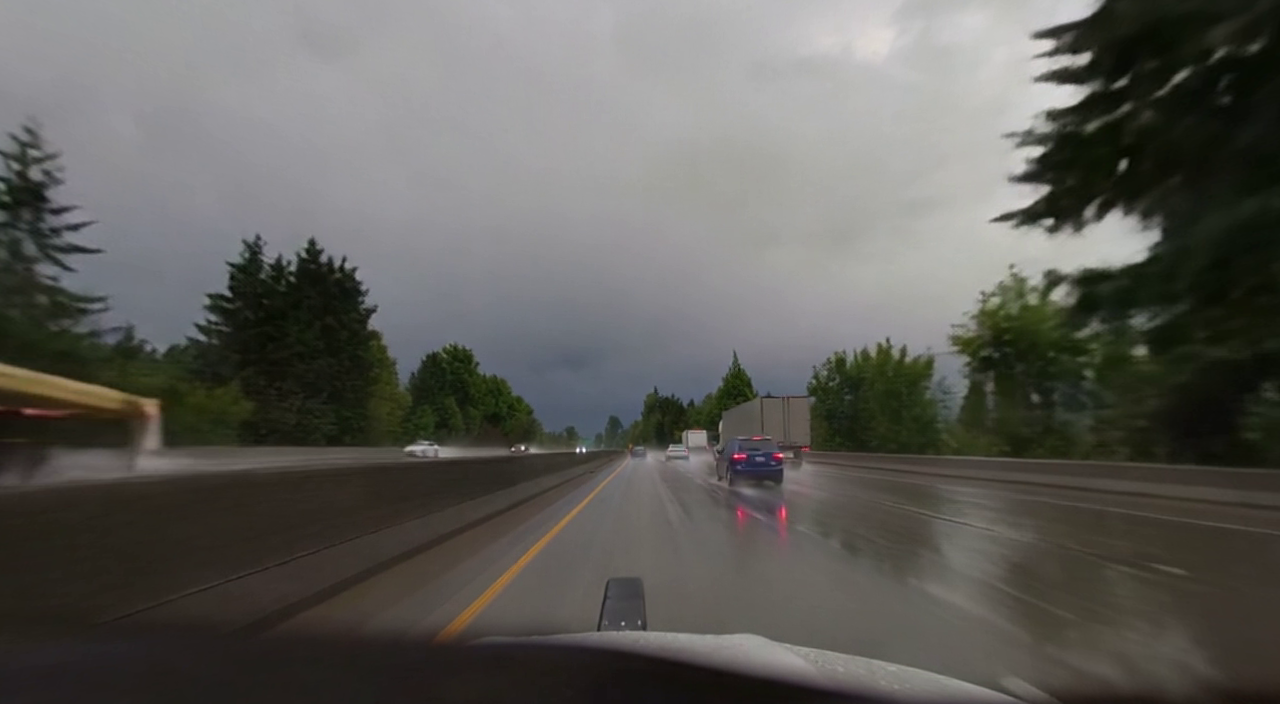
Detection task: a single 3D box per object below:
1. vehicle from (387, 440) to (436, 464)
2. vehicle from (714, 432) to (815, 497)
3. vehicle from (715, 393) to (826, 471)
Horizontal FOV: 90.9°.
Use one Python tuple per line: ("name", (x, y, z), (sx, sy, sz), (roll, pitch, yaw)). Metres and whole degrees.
("vehicle", (-15.643, 6.864, 43.311), (1.865, 1.532, 3.932), (0, -9, 0))
("vehicle", (3.471, 3.234, 18.416), (2.022, 1.658, 4.132), (0, -9, -1))
("vehicle", (7.798, 5.446, 41.311), (3.441, 4.016, 16.812), (0, -9, -1))
